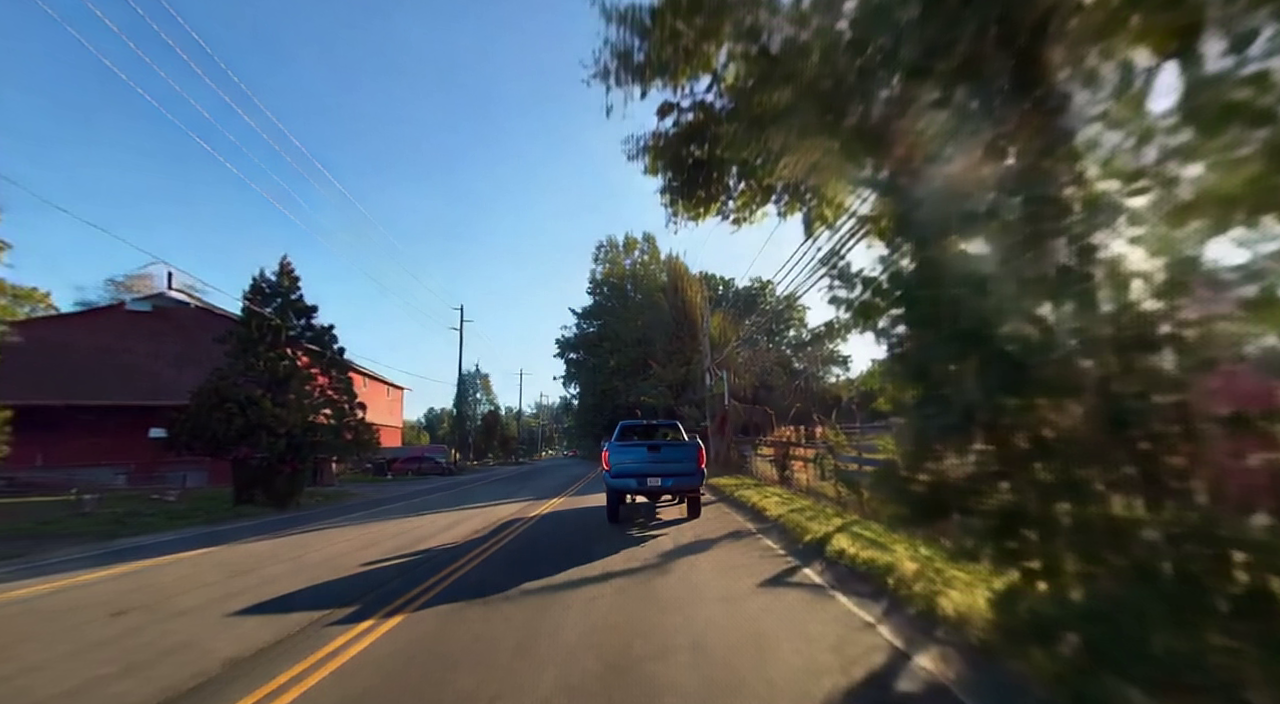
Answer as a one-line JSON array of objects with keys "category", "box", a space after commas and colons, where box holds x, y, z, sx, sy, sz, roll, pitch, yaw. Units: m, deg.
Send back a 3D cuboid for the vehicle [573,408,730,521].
[{"category": "vehicle", "box": [0.184, 2.412, 14.149, 2.693, 1.941, 6.356, 0, -8, 0]}]
